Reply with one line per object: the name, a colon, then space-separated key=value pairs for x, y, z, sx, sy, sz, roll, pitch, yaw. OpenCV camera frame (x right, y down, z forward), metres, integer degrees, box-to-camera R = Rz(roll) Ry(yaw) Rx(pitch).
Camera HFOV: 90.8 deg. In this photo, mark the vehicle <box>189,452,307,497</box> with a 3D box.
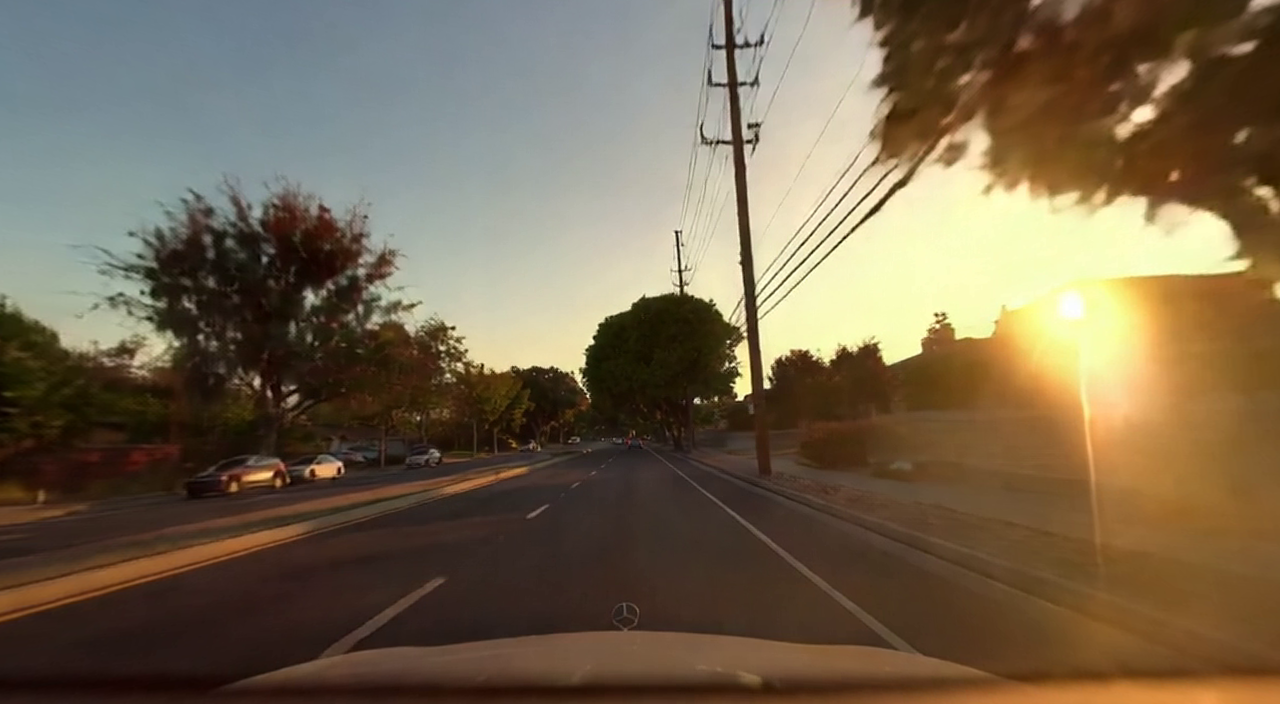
vehicle: x=-15.911 y=4.953 z=25.992 sx=2.031 sy=1.482 sz=4.476 roll=-4 pitch=-8 yaw=0
